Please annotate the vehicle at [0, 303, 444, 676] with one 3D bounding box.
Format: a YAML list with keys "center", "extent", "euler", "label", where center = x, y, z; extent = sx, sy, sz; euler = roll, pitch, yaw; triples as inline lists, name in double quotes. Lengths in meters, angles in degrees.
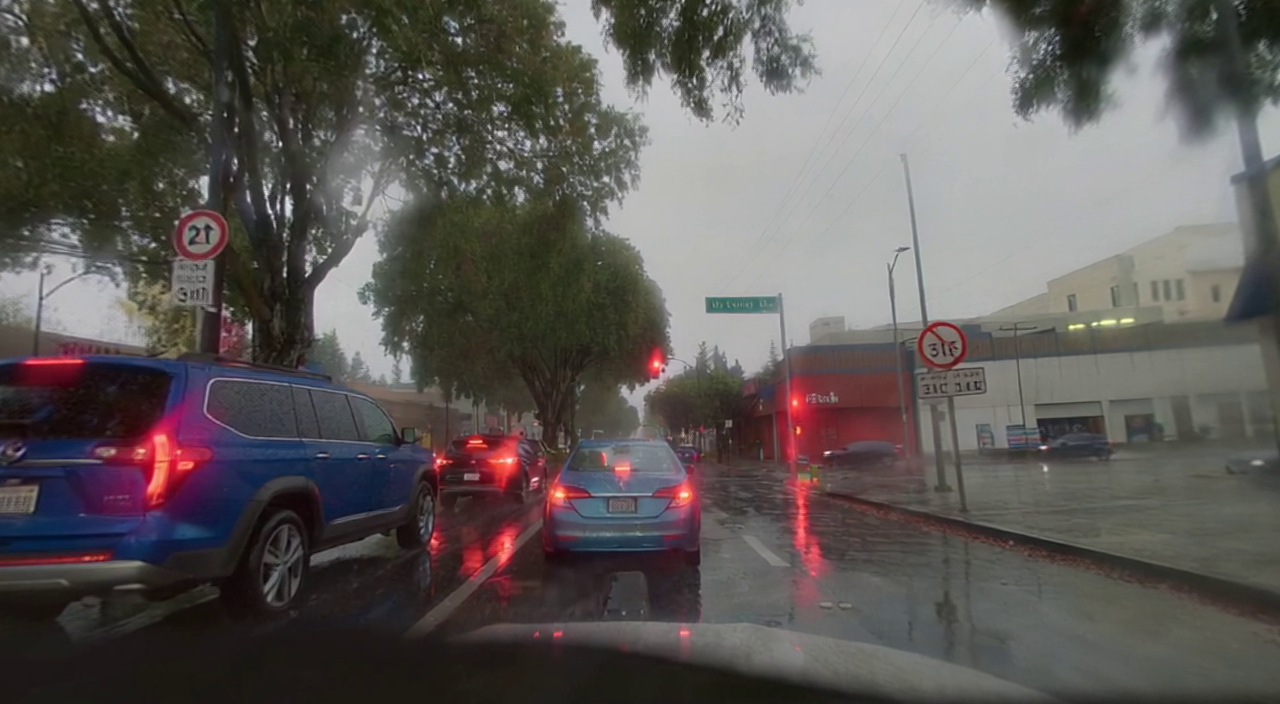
- center: [-3.834, 1.127, 6.153]
  extent: [2.152, 2.118, 5.066]
  euler: [0, -8, 0]
  label: "vehicle"

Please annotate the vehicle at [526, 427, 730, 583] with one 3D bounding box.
- center: [-0.157, 1.786, 8.188]
  extent: [1.966, 1.481, 4.146]
  euler: [0, -8, -1]
  label: "vehicle"

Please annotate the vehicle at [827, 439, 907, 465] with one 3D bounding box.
- center: [12.899, 5.711, 35.866]
  extent: [3.924, 1.447, 2.039]
  euler: [-1, -9, 8]
  label: "vehicle"

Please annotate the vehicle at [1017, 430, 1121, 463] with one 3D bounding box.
- center: [23.461, 5.208, 34.497]
  extent: [4.116, 1.719, 2.069]
  euler: [-2, -9, 11]
  label: "vehicle"

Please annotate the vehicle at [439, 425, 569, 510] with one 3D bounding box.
- center: [-2.935, 2.604, 14.598]
  extent: [2.047, 1.664, 4.148]
  euler: [0, -8, 1]
  label: "vehicle"
